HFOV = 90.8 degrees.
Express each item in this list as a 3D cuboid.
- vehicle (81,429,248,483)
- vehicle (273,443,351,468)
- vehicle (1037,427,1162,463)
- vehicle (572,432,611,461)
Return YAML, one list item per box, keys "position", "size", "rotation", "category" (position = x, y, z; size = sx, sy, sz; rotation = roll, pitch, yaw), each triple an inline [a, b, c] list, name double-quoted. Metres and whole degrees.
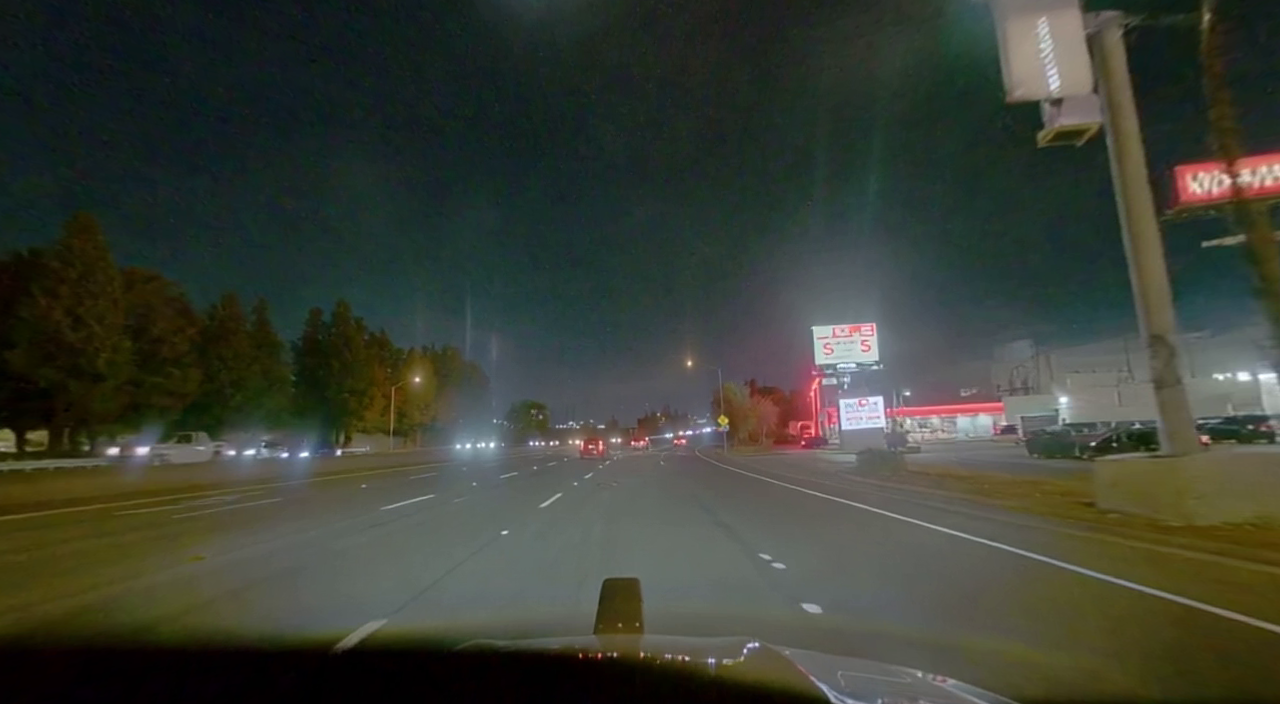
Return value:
- position: [-19.513, 4.307, 26.440]
  size: [2.437, 1.982, 5.756]
  rotation: [0, -8, 1]
  category: "vehicle"
- position: [-20.441, 6.452, 39.610]
  size: [2.174, 1.458, 4.566]
  rotation: [-1, -8, 5]
  category: "vehicle"
- position: [21.577, 4.438, 29.855]
  size: [4.503, 1.448, 1.819]
  rotation: [-8, -12, 34]
  category: "vehicle"
- position: [-3.180, 6.328, 42.266]
  size: [2.139, 1.782, 4.079]
  rotation: [-1, -8, 2]
  category: "vehicle"
